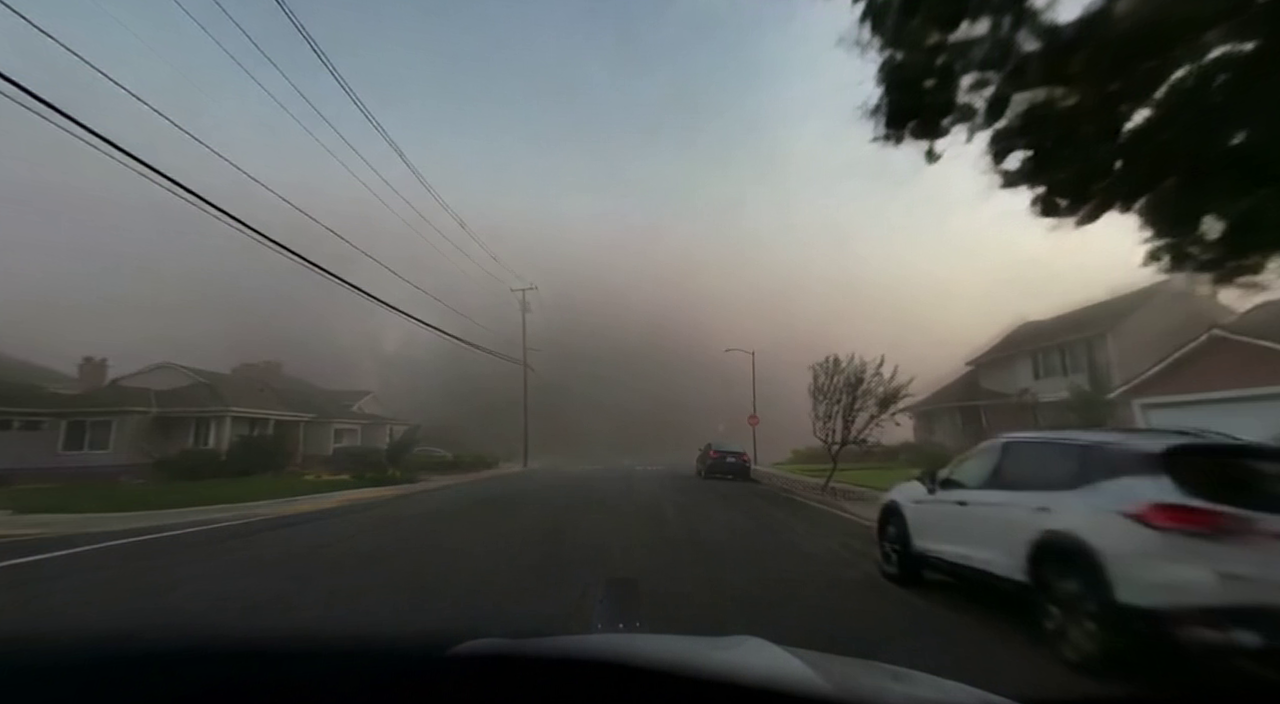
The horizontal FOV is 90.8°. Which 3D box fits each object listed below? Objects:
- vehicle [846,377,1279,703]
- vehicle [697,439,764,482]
[{"bbox_3d":[3.750,1.345,5.625,2.134,1.720,4.515,1,-9,-2],"label":"vehicle"},{"bbox_3d":[3.573,4.354,25.682,2.012,1.531,4.557,1,-9,-1],"label":"vehicle"}]
